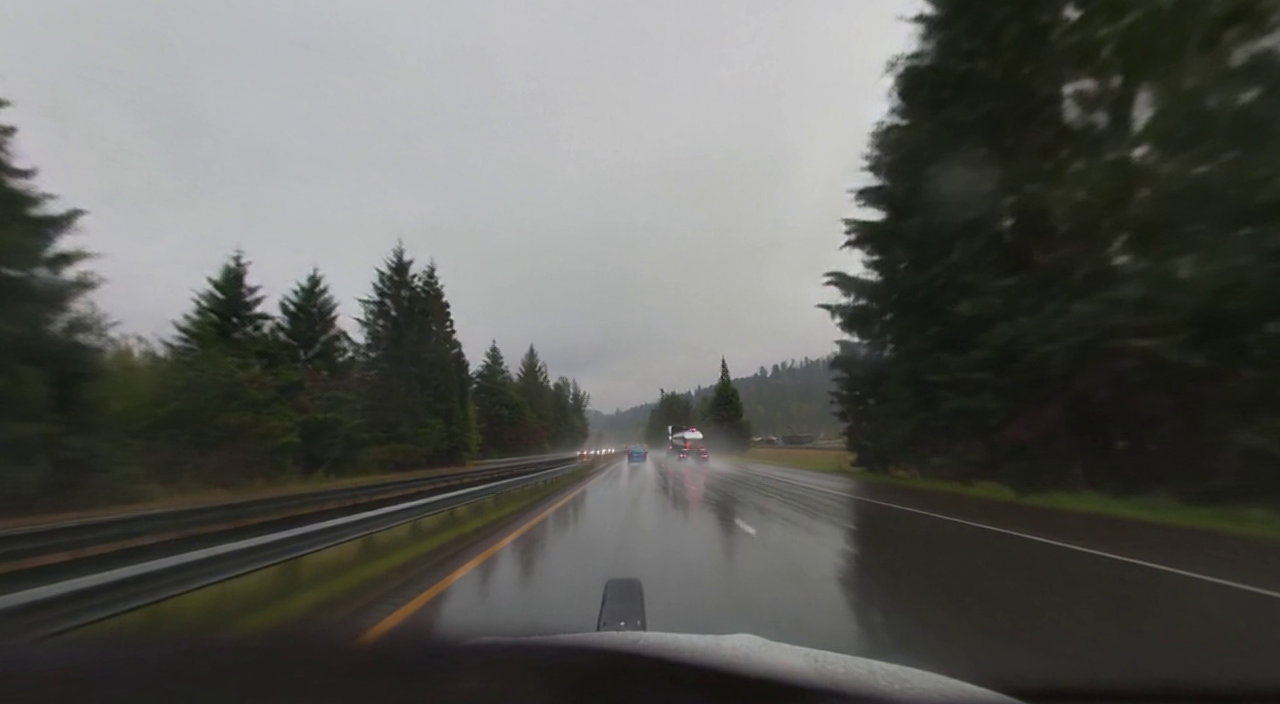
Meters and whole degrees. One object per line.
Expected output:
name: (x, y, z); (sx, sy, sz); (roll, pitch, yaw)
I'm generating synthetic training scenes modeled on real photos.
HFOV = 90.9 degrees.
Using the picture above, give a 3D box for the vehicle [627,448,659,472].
vehicle: (0.177, 6.656, 38.956); (1.926, 1.386, 3.615); (0, -9, 0)
